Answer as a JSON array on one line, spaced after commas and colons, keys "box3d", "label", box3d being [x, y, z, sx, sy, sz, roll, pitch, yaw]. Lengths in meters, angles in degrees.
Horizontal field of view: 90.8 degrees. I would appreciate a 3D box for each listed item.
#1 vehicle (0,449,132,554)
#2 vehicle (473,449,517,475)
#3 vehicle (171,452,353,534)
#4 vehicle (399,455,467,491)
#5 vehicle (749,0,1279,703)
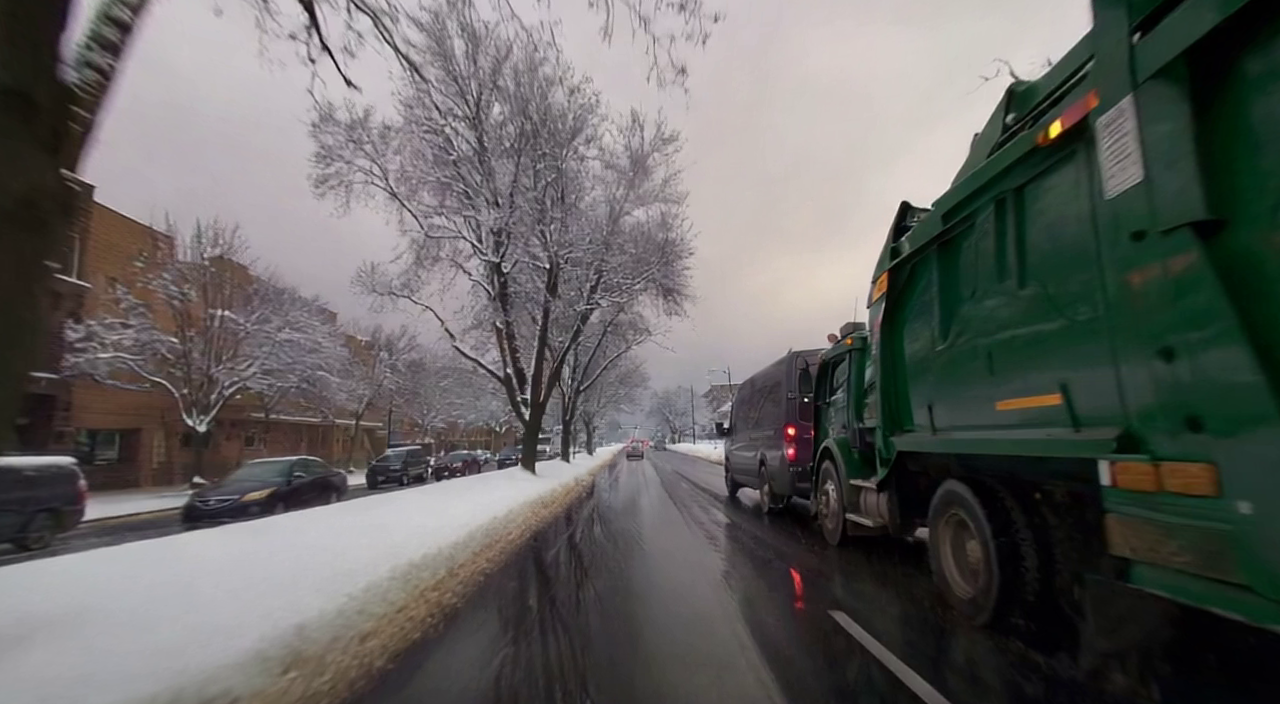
[{"box3d": [-13.376, 2.979, 12.481, 2.281, 1.982, 5.537, -3, -8, -2], "label": "vehicle"}, {"box3d": [-10.339, 7.864, 45.406, 2.089, 1.754, 4.573, 0, -9, -1], "label": "vehicle"}, {"box3d": [-9.361, 3.463, 16.204, 1.959, 1.749, 4.488, 0, -9, -2], "label": "vehicle"}, {"box3d": [-9.825, 5.749, 30.317, 1.953, 1.539, 4.326, 0, -9, -2], "label": "vehicle"}, {"box3d": [3.604, 0.630, 6.901, 2.731, 3.407, 10.262, 0, -9, -1], "label": "vehicle"}]
